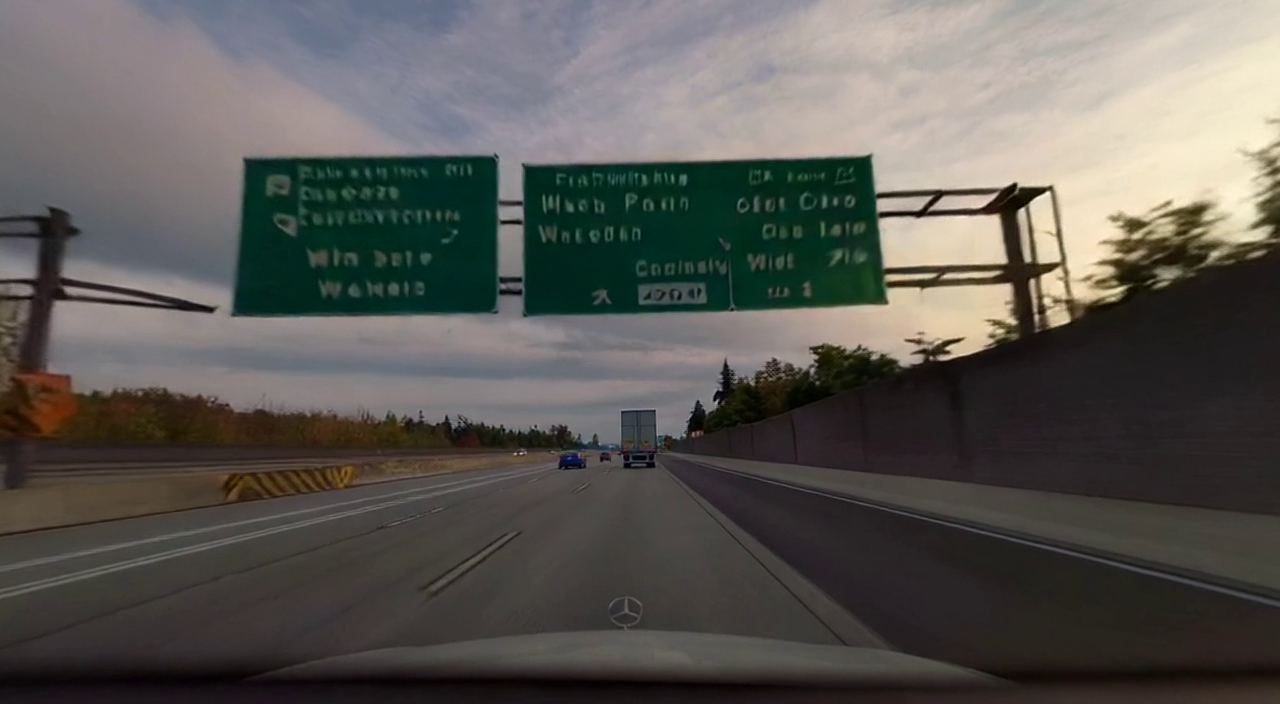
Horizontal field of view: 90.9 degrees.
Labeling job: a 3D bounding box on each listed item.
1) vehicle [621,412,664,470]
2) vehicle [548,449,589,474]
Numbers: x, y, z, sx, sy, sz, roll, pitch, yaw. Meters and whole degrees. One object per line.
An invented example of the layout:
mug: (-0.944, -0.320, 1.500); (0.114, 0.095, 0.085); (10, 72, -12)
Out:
vehicle: (0.221, 7.008, 49.271); (2.980, 4.051, 10.359); (0, -9, 1)
vehicle: (-4.508, 6.947, 40.275); (1.977, 1.478, 4.702); (0, -9, 1)
